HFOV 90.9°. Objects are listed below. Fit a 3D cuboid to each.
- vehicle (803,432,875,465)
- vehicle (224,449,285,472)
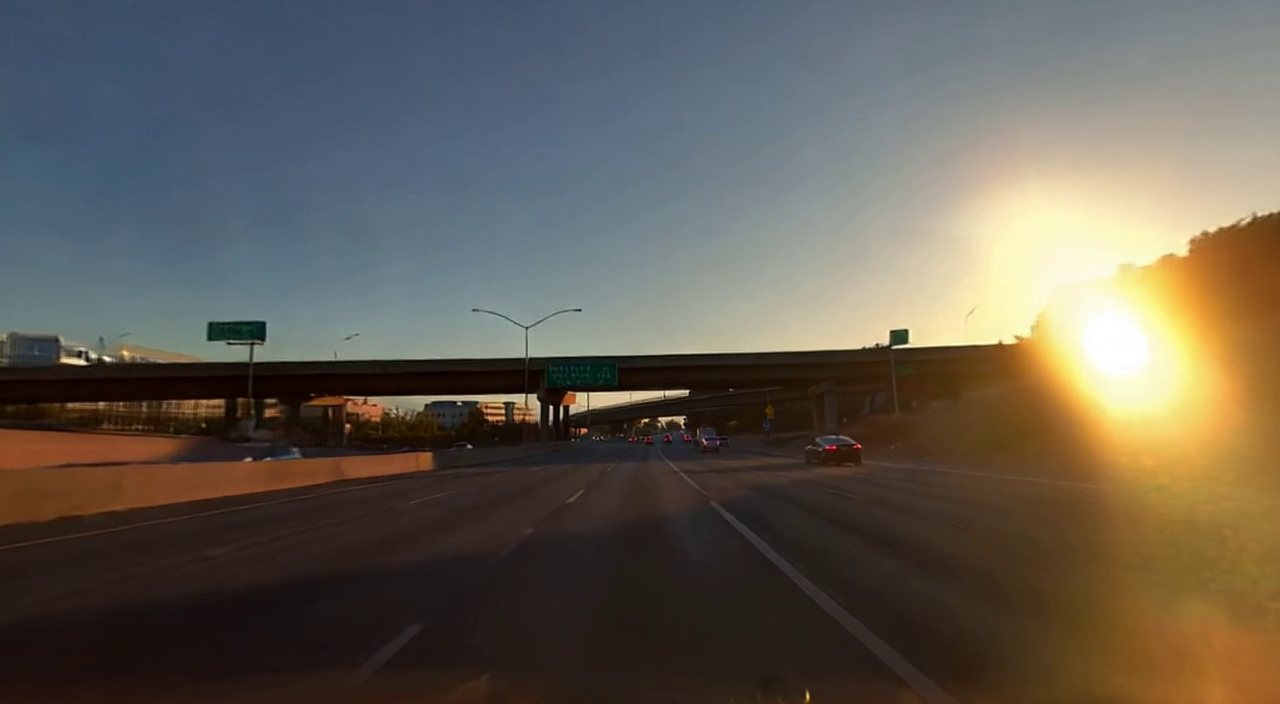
[{"bbox_3d":[9.859,4.831,31.638,2.000,1.514,4.585,0,-8,-1],"label":"vehicle"},{"bbox_3d":[-27.344,7.669,44.901,1.860,1.504,3.903,0,-8,0],"label":"vehicle"}]
